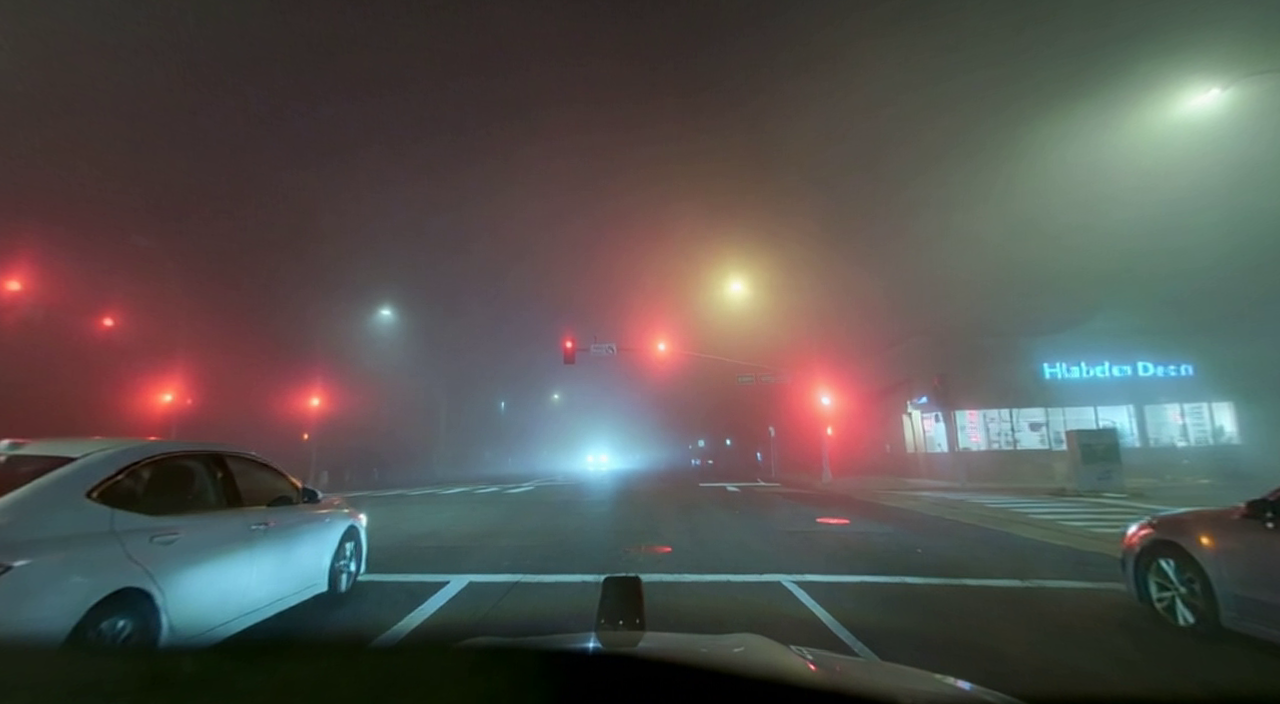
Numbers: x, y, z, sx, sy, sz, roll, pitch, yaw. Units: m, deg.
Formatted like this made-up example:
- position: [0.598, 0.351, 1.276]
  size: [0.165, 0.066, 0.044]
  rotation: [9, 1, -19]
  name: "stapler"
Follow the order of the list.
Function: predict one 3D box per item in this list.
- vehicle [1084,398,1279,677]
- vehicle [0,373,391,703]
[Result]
- position: [4.850, 1.015, 3.112]
  size: [2.039, 1.655, 4.495]
  rotation: [0, -9, 1]
  name: "vehicle"
- position: [-3.491, 1.139, 4.059]
  size: [1.947, 1.627, 4.248]
  rotation: [0, -9, 1]
  name: "vehicle"
